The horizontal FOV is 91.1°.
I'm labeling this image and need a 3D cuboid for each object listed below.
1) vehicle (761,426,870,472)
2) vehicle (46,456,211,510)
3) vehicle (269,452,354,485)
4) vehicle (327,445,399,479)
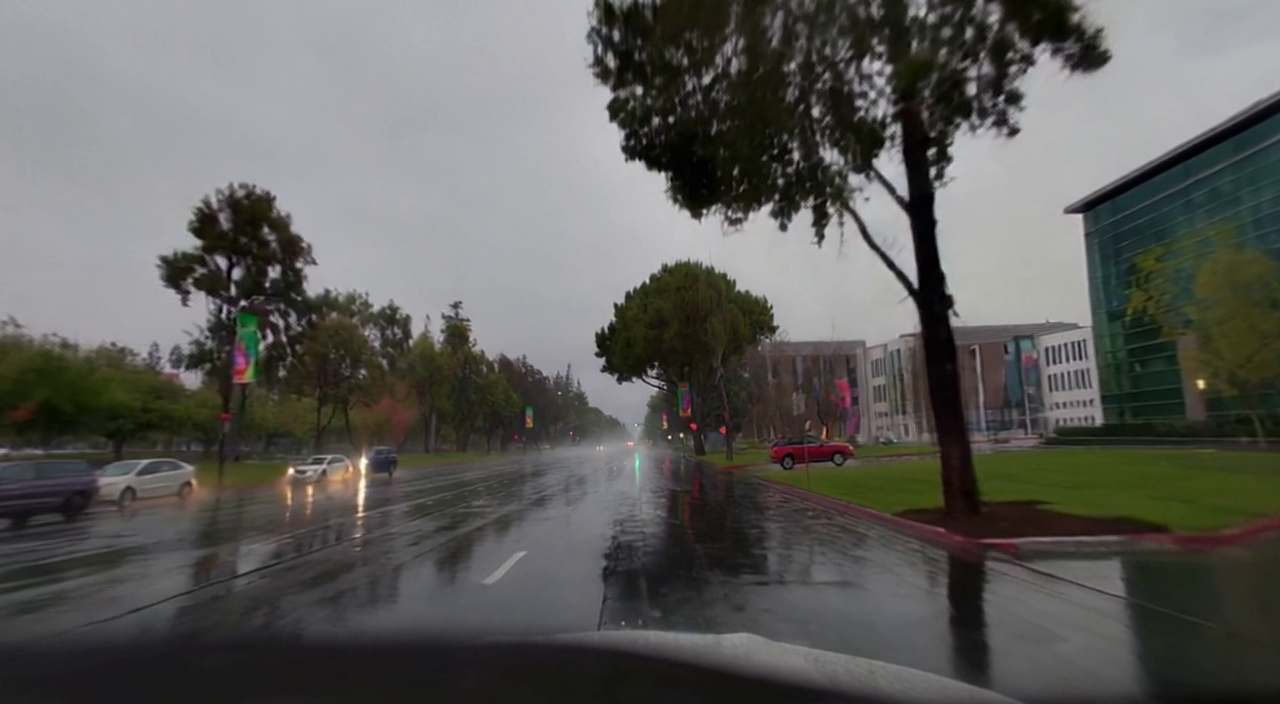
[{"bbox_3d":[8.879,4.965,32.132,4.716,1.672,2.330,-7,-8,-1],"label":"vehicle"},{"bbox_3d":[-17.480,4.455,21.811,2.020,1.471,4.419,-3,-9,0],"label":"vehicle"},{"bbox_3d":[-17.308,6.139,33.386,1.873,1.544,4.794,0,-8,1],"label":"vehicle"},{"bbox_3d":[-17.127,6.774,39.123,2.301,1.821,4.731,-4,-8,1],"label":"vehicle"}]
